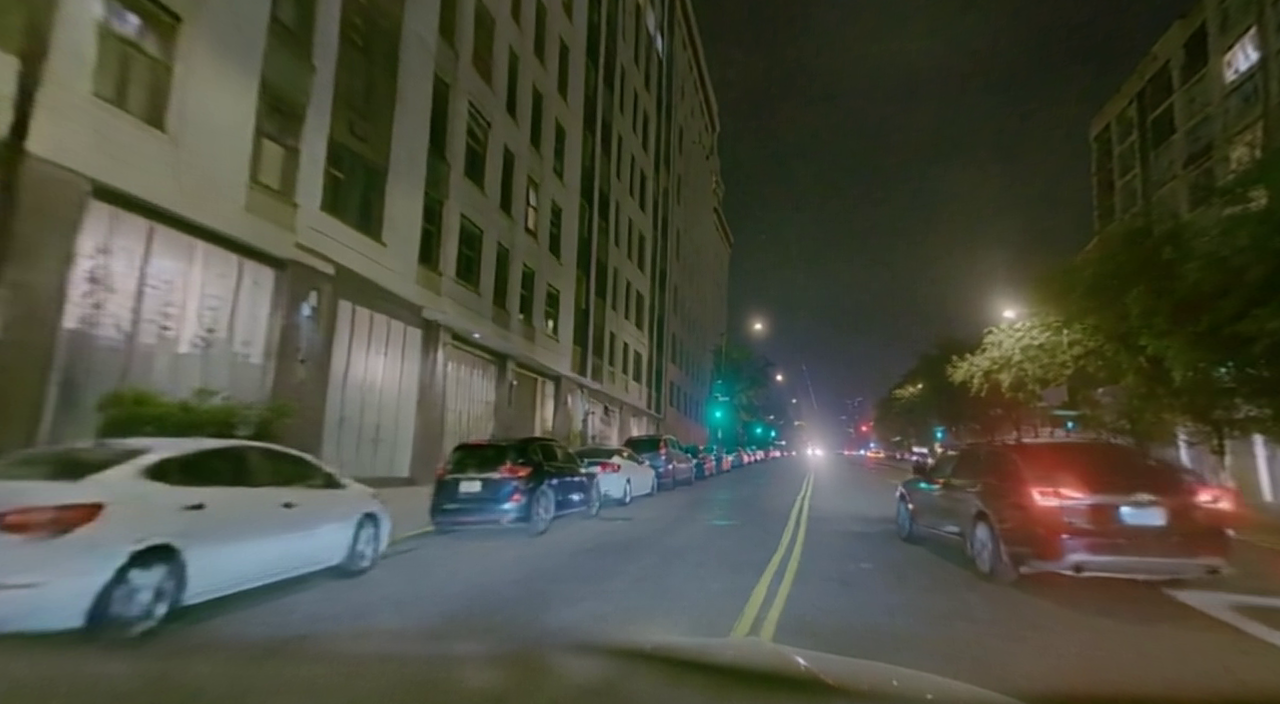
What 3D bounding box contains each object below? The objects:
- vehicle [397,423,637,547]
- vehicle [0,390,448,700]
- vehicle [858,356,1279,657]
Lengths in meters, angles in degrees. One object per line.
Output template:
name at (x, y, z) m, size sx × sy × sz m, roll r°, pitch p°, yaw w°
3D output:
vehicle at (-1.779, 2.187, 11.131) m, size 2.179 × 1.658 × 4.765 m, roll -3°, pitch -9°, yaw 16°
vehicle at (-3.787, 1.367, 5.616) m, size 1.922 × 1.628 × 4.291 m, roll -3°, pitch -9°, yaw 15°
vehicle at (4.327, 1.424, 7.046) m, size 2.411 × 1.899 × 5.993 m, roll -1°, pitch -9°, yaw 8°
